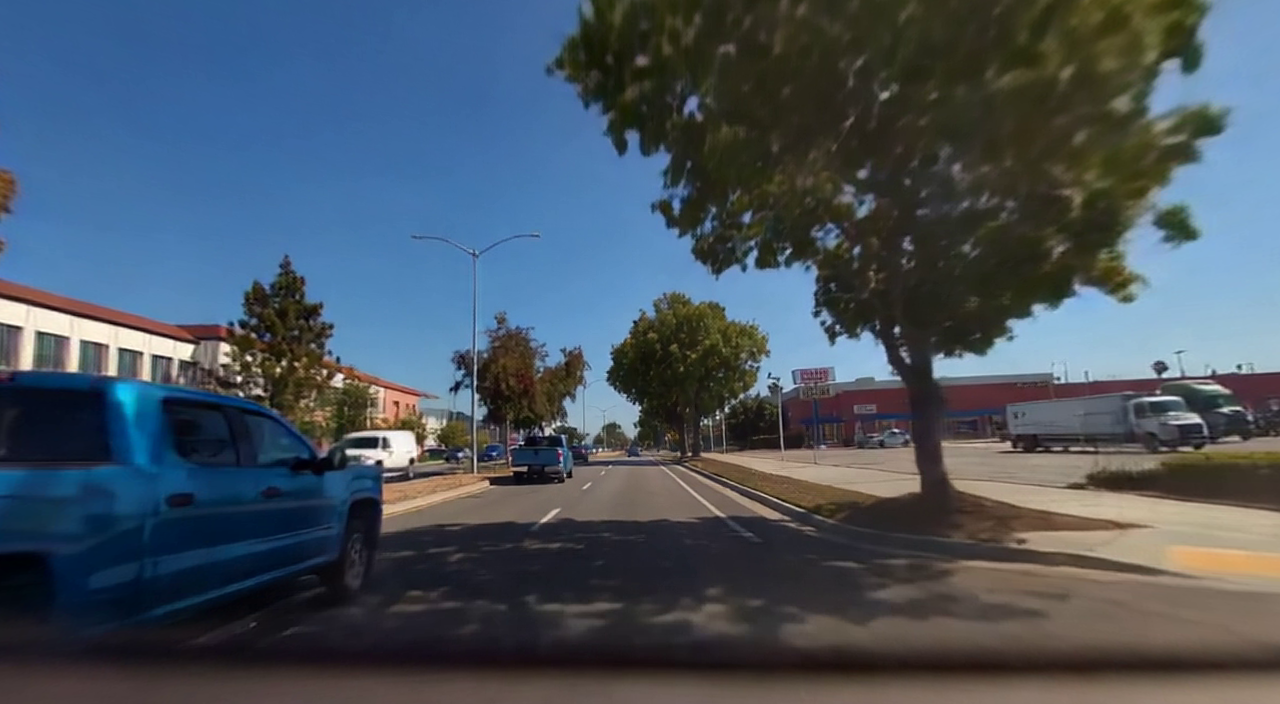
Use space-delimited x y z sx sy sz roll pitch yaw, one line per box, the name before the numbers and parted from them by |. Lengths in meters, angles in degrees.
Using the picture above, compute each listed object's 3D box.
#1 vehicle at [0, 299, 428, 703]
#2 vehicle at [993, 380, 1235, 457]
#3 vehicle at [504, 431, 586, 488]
vehicle | -3.206 0.929 3.341 2.277 1.801 5.250 0 -8 1
vehicle | 26.160 4.063 36.495 2.948 3.576 13.937 1 -8 -2
vehicle | -3.251 3.805 22.694 2.065 1.790 5.417 0 -8 1
